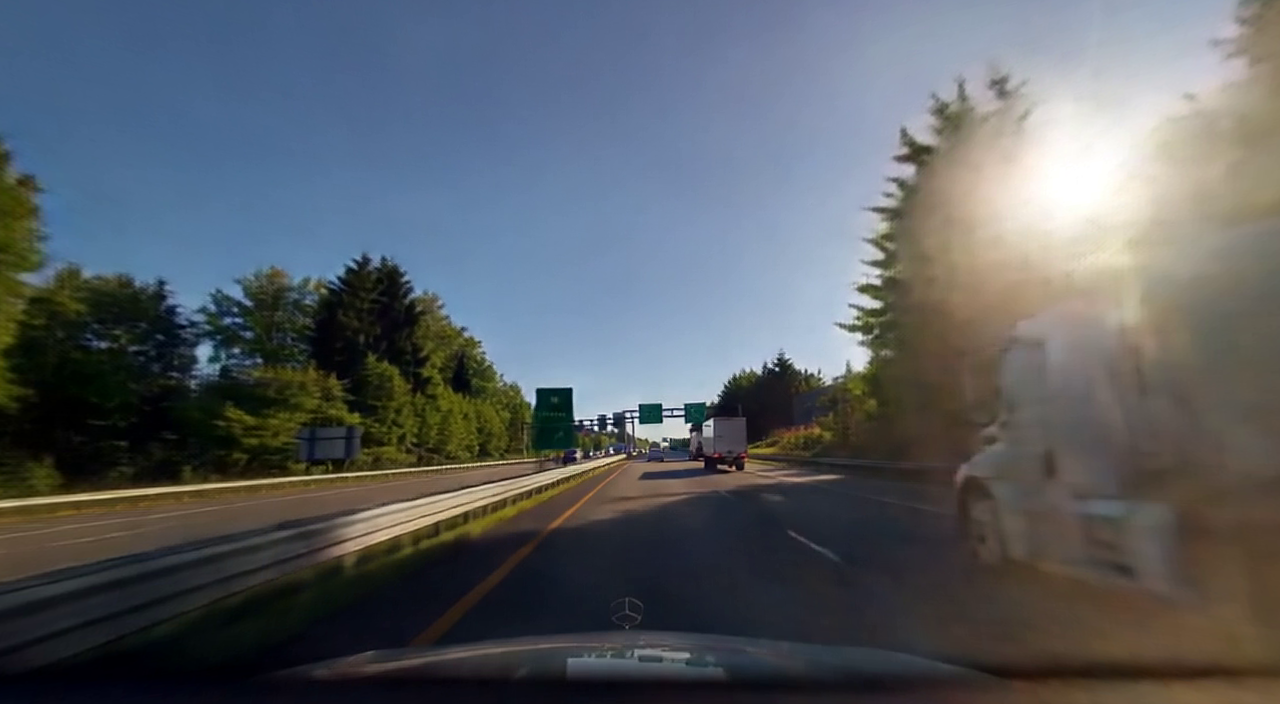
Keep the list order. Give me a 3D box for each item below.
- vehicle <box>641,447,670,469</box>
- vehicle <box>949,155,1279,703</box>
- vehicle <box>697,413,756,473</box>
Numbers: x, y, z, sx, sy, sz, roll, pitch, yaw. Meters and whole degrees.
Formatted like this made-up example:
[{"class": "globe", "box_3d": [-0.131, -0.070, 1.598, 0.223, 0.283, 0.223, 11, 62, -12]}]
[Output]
[{"class": "vehicle", "box_3d": [1.127, 7.822, 46.741, 2.049, 1.500, 3.790, 0, -9, 0]}, {"class": "vehicle", "box_3d": [4.388, 0.467, 3.140, 2.569, 2.783, 5.984, 0, -9, 0]}, {"class": "vehicle", "box_3d": [5.206, 5.674, 39.211, 2.743, 3.367, 7.306, 0, -9, 1]}]
